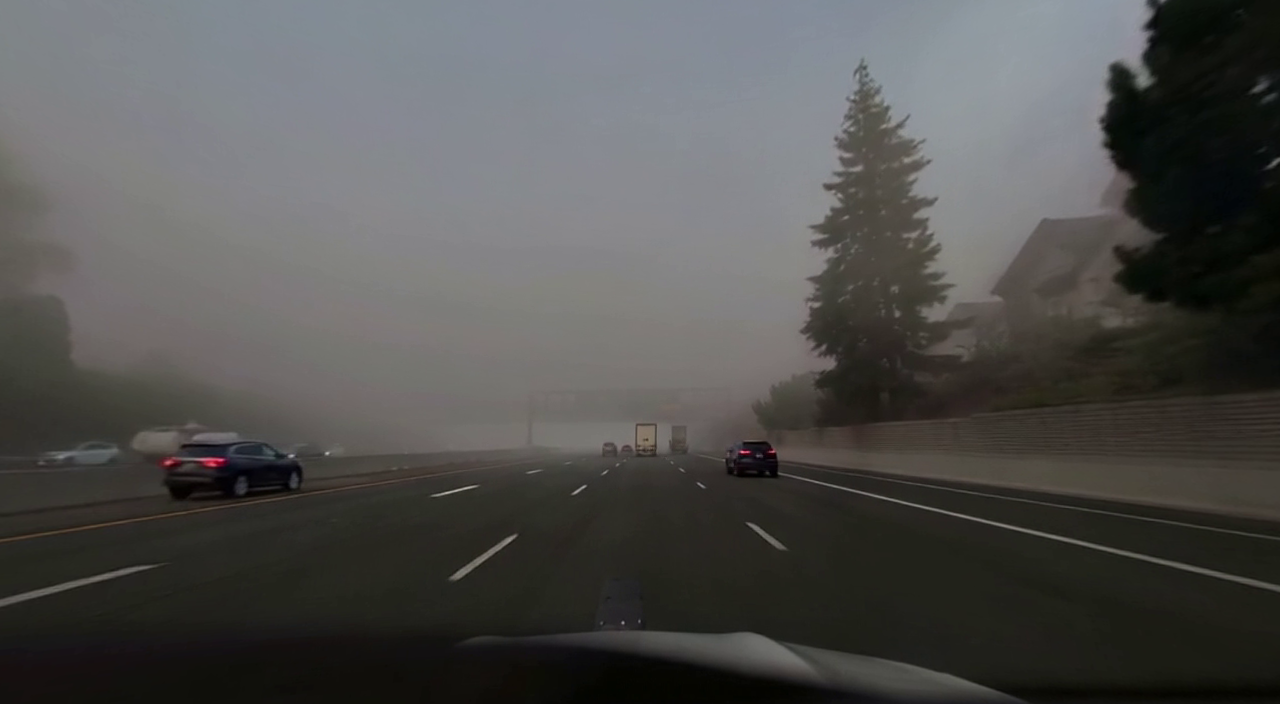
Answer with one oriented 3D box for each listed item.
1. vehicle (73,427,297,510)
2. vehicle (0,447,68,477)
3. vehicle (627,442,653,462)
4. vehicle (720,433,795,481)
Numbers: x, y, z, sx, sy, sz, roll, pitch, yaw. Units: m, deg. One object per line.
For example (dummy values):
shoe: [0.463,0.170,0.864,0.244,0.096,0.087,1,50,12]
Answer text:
vehicle: [-10.896,2.805,15.628,1.998,1.712,4.671,0,-8,1]
vehicle: [-32.152,5.675,32.551,1.632,1.409,3.426,-1,-8,2]
vehicle: [-0.032,7.772,49.003,1.946,1.493,4.083,0,-8,-1]
vehicle: [4.354,3.962,24.017,2.046,1.655,4.143,0,-8,0]
